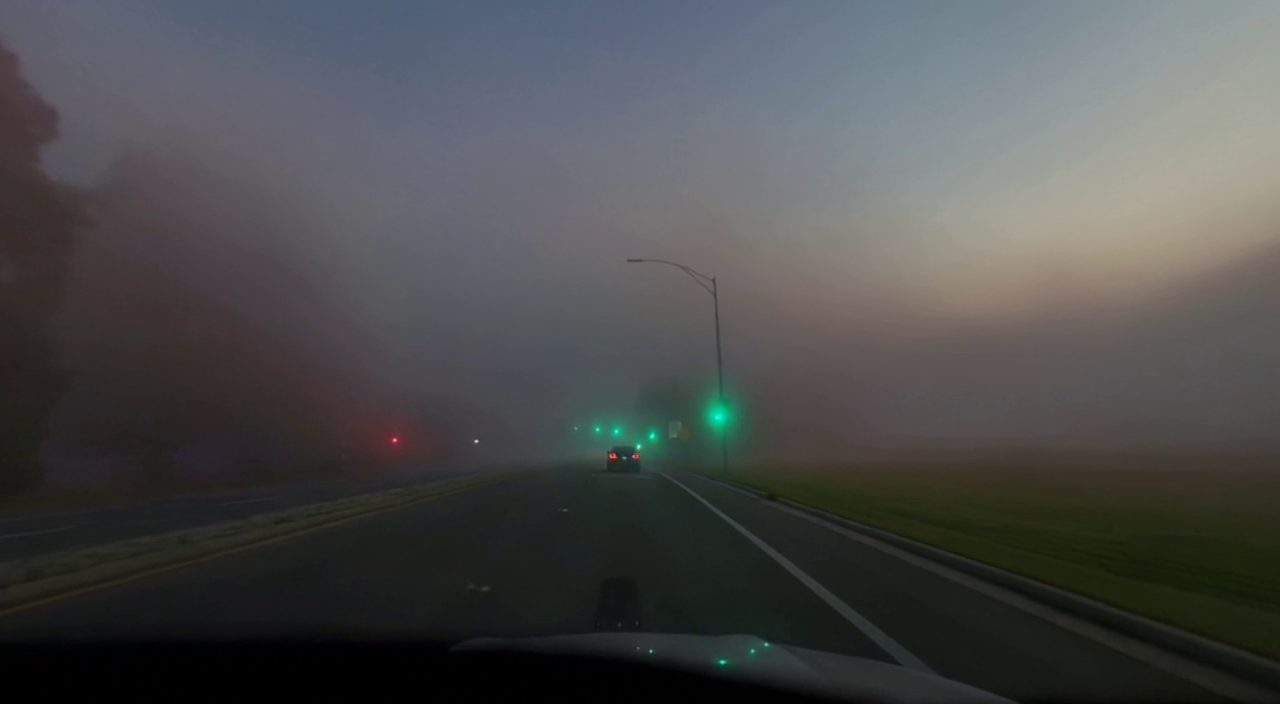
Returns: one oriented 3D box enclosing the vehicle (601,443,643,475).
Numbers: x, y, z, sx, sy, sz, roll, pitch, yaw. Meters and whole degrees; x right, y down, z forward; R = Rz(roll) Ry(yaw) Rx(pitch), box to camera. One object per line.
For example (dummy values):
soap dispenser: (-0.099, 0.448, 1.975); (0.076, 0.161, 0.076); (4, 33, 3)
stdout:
vehicle: (-0.870, 5.261, 31.095); (1.954, 1.469, 3.465); (0, -8, -1)
